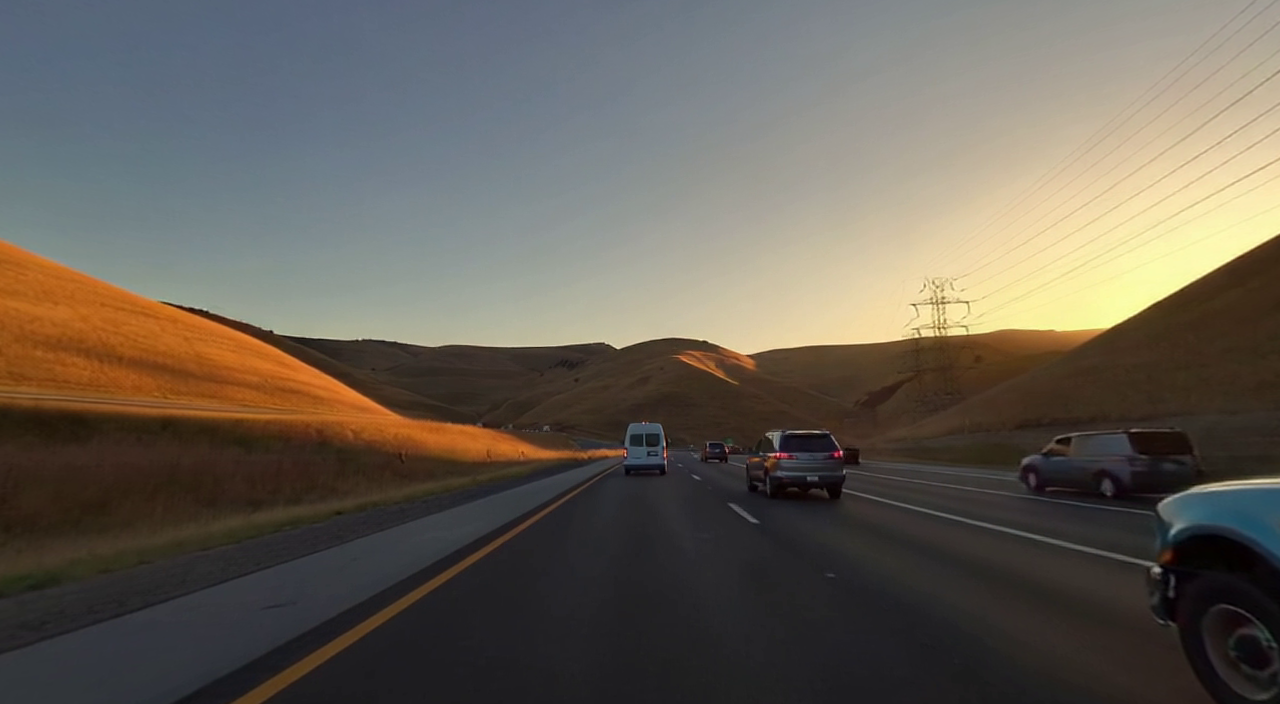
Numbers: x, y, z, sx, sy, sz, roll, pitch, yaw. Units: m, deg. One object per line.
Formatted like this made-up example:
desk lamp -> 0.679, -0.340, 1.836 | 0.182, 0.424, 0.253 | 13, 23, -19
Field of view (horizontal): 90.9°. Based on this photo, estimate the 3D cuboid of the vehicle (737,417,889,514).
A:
vehicle -> 3.617, 2.474, 14.233 | 2.139, 1.821, 4.480 | 0, -8, 0

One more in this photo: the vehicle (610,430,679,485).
vehicle -> 0.191, 3.813, 23.096 | 2.268, 1.772, 4.523 | 0, -8, 1

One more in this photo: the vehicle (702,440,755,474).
vehicle -> 4.098, 4.929, 29.899 | 1.938, 1.466, 4.356 | 0, -8, 0

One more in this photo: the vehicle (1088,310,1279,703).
vehicle -> 3.970, 0.510, 0.680 | 2.691, 1.901, 5.744 | 0, -8, -1
